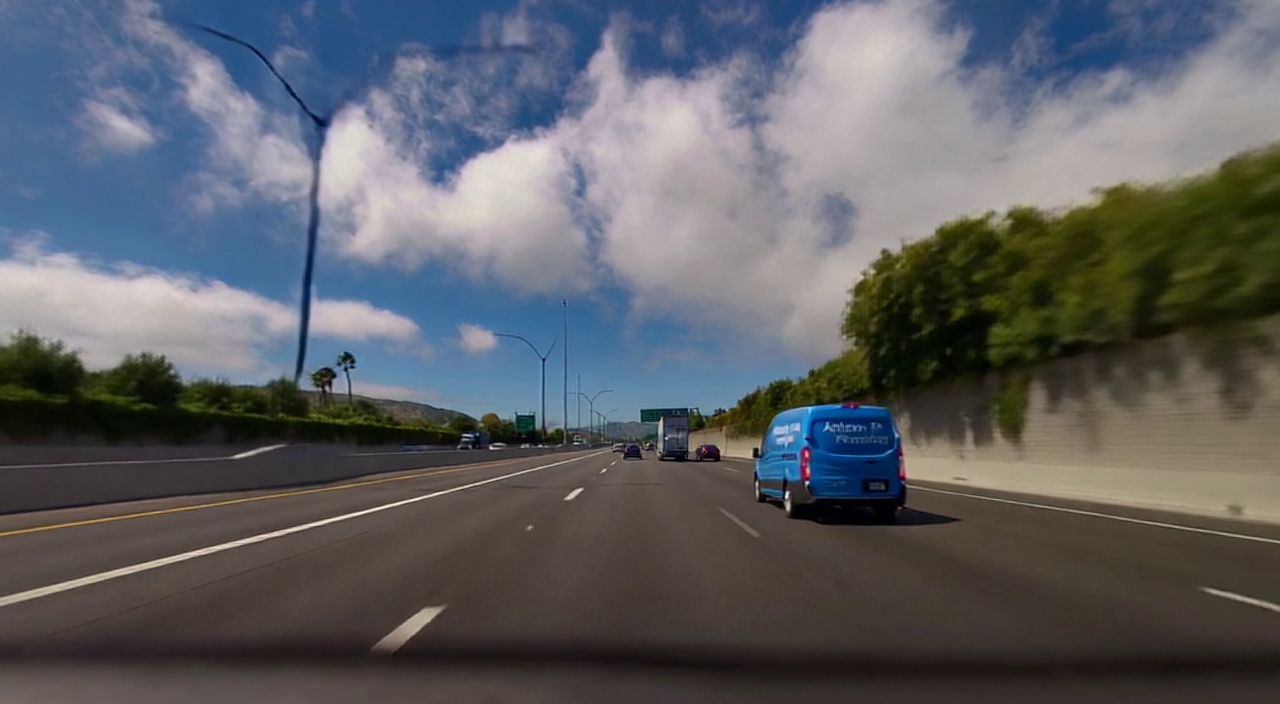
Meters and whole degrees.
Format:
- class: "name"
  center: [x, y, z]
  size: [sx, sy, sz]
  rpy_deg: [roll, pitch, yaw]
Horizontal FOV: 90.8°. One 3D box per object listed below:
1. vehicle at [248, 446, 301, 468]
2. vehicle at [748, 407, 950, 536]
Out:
- class: "vehicle"
  center: [-25.368, 7.289, 43.973]
  size: [1.576, 1.408, 3.540]
  rpy_deg: [0, -9, 0]
- class: "vehicle"
  center: [3.582, 2.163, 12.015]
  size: [2.035, 1.931, 4.841]
  rpy_deg: [0, -9, -2]
